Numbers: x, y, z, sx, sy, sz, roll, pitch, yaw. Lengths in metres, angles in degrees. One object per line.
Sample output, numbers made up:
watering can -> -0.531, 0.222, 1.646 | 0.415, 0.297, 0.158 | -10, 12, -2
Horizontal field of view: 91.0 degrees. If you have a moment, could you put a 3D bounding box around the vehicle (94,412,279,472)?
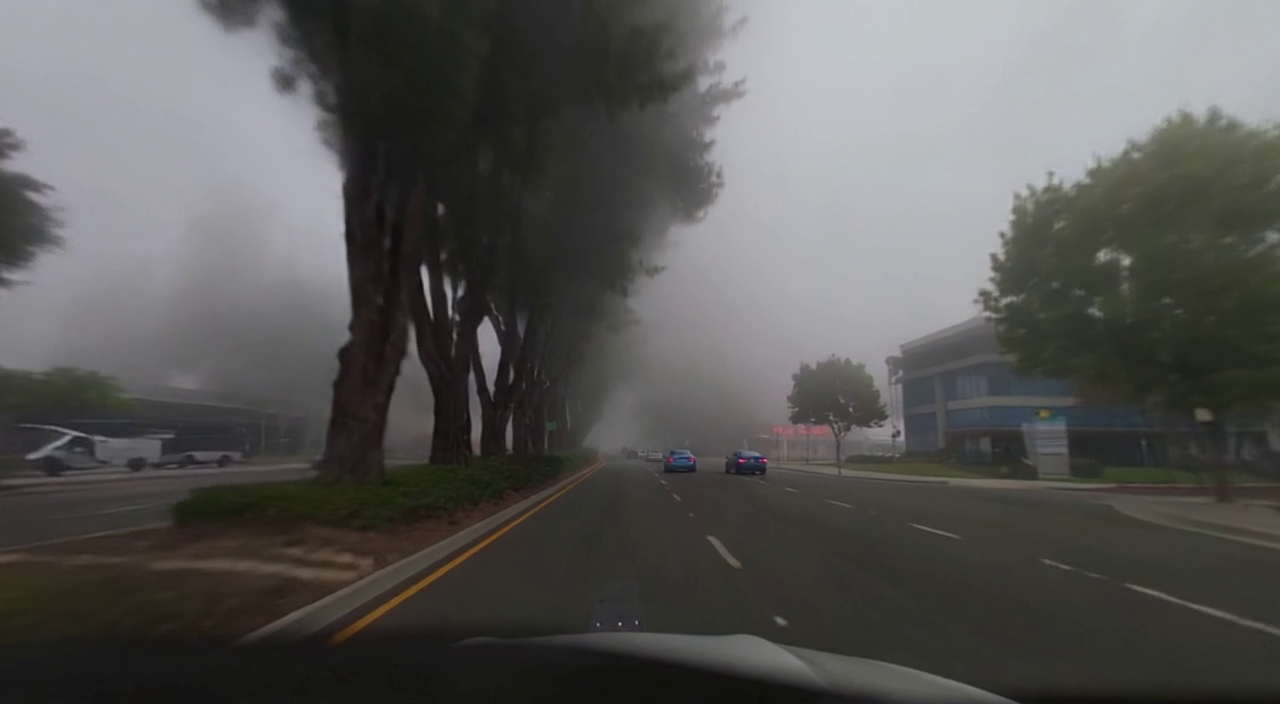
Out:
vehicle -> -26.462, 5.355, 37.216 | 8.121, 3.260, 2.889 | 2, -9, -12

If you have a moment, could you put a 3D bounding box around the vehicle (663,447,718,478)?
vehicle -> 2.493, 5.617, 32.318 | 2.256, 1.451, 4.313 | 1, -9, -3

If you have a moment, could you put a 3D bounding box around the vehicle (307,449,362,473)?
vehicle -> -20.181, 7.218, 41.785 | 1.730, 1.516, 3.847 | 0, -9, -1

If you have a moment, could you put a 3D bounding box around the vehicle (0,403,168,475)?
vehicle -> -26.922, 4.110, 29.470 | 6.822, 3.138, 2.979 | 3, -9, -17

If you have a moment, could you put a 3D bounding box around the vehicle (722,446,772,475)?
vehicle -> 5.962, 6.087, 35.504 | 1.886, 1.528, 4.169 | 1, -9, -3
